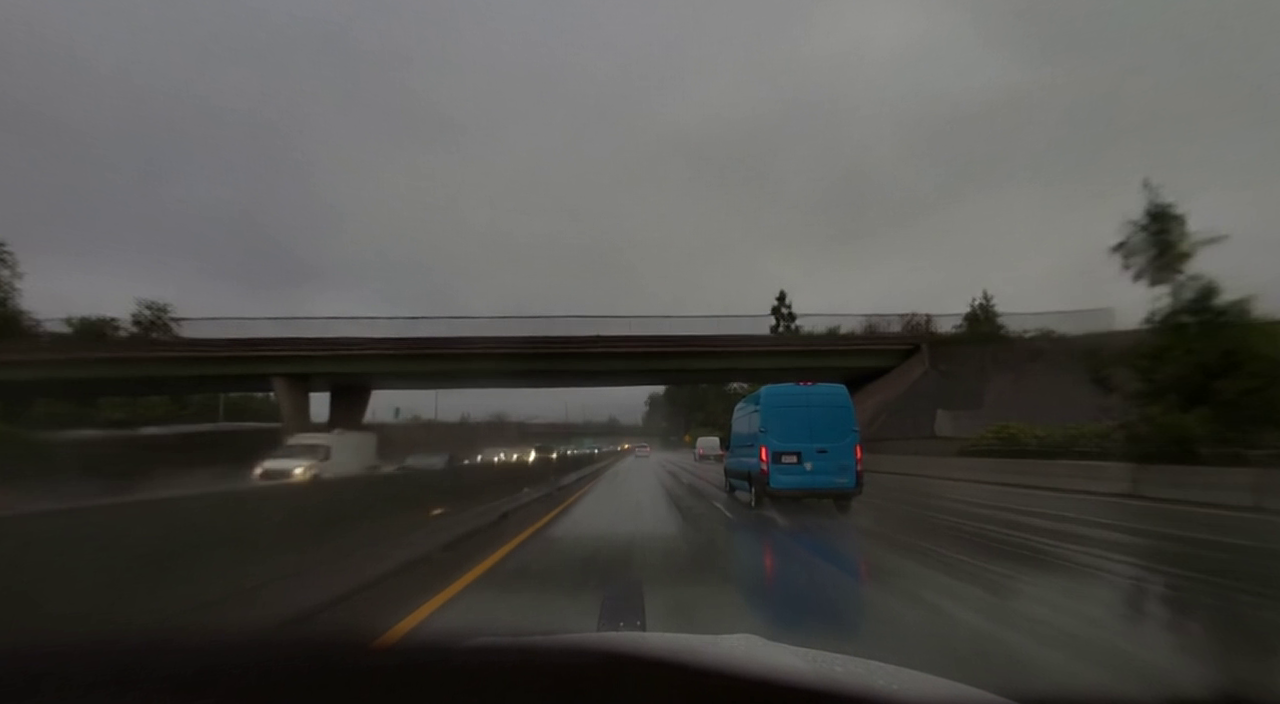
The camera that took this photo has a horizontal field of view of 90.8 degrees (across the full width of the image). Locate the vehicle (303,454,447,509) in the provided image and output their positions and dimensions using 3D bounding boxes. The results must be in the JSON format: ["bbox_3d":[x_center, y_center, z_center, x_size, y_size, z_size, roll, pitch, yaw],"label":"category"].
[{"bbox_3d":[-7.719,3.798,19.119,1.932,1.381,5.404,0,-9,1],"label":"vehicle"}]

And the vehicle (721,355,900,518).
[{"bbox_3d":[3.760,2.162,15.792,2.460,3.155,6.902,0,-9,0],"label":"vehicle"}]

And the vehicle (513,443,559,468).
[{"bbox_3d":[-7.147,7.193,43.890,2.317,1.632,4.613,0,-9,1],"label":"vehicle"}]

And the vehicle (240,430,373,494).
[{"bbox_3d":[-15.327,5.104,29.646,2.606,2.626,6.509,0,-9,0],"label":"vehicle"}]

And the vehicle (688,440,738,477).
[{"bbox_3d":[3.655,5.432,32.324,2.009,1.731,4.149,0,-9,-1],"label":"vehicle"}]
